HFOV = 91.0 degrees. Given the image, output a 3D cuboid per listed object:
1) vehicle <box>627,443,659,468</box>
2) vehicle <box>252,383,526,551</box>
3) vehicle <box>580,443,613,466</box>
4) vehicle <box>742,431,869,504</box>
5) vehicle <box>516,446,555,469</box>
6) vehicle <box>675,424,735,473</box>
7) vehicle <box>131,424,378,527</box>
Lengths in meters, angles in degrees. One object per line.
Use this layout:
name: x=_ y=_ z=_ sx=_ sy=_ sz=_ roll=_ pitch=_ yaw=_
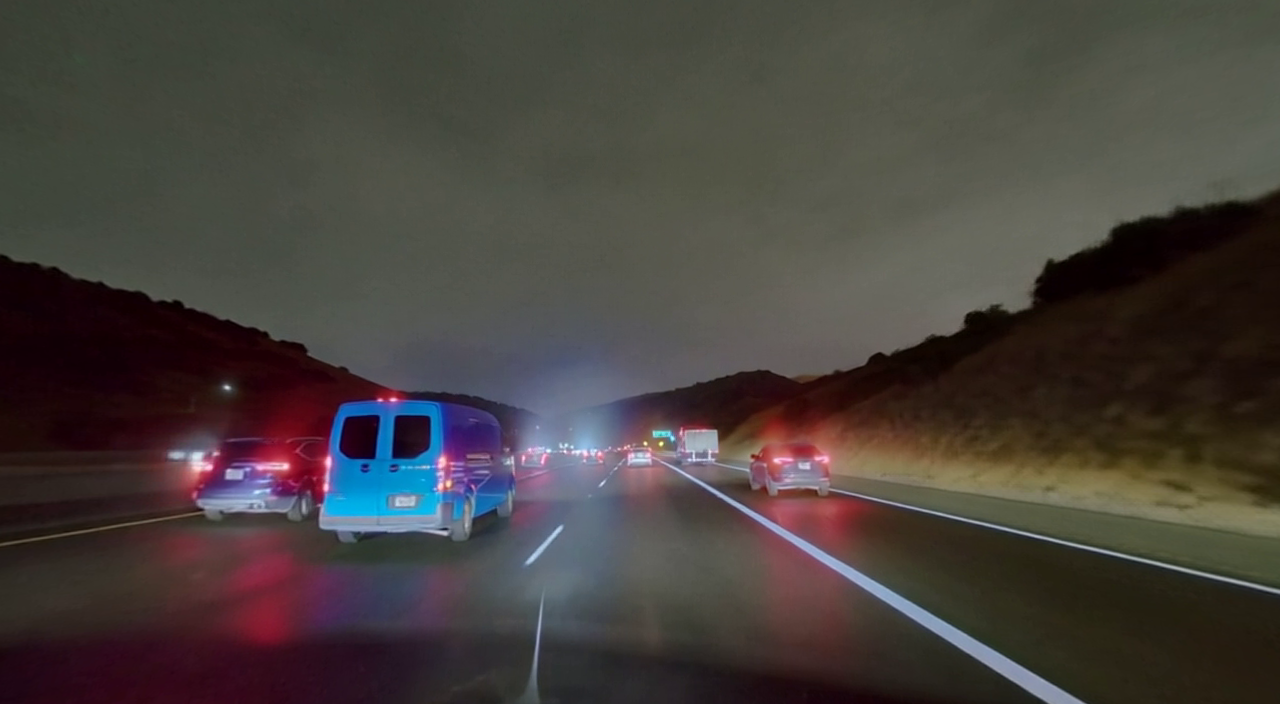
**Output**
vehicle: x=0.173 y=6.792 z=41.508 sx=2.014 sy=1.543 sz=3.804 roll=0 pitch=-9 yaw=-1
vehicle: x=-3.828 y=1.945 z=11.244 sx=2.421 sy=2.203 sz=5.775 roll=0 pitch=-9 yaw=1
vehicle: x=-3.239 y=7.709 z=47.470 sx=2.138 sy=1.581 sz=4.340 roll=0 pitch=-9 yaw=0
vehicle: x=4.005 y=2.883 z=16.038 sx=2.051 sy=1.598 sz=4.145 roll=0 pitch=-9 yaw=-1
vehicle: x=-7.256 y=7.363 z=44.166 sx=2.021 sy=1.500 sz=4.512 roll=0 pitch=-9 yaw=0
vehicle: x=3.862 y=6.033 z=39.344 sx=2.877 sy=2.730 sz=7.831 roll=0 pitch=-9 yaw=0
vehicle: x=-7.570 y=2.471 z=13.186 sx=2.054 sy=1.715 sz=4.928 roll=0 pitch=-9 yaw=0
